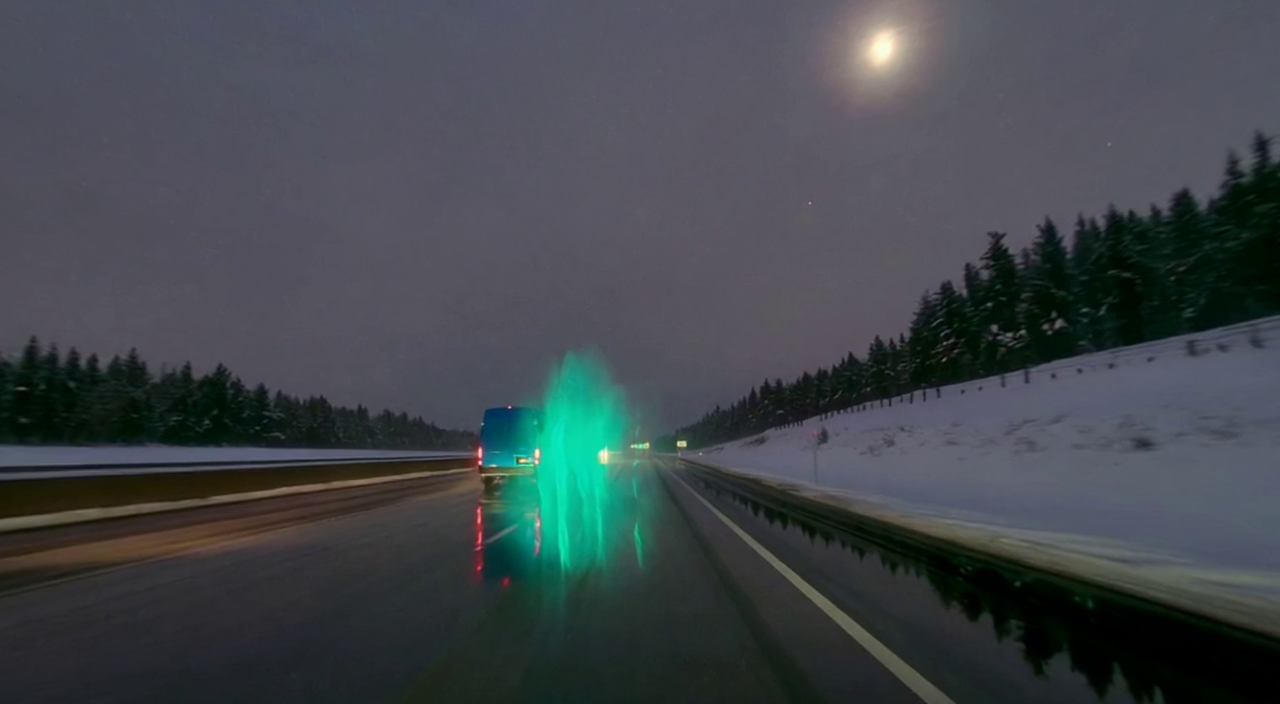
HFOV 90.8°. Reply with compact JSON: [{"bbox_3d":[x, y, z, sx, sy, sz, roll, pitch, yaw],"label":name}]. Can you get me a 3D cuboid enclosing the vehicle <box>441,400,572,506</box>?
[{"bbox_3d":[-3.562,2.915,18.377,2.437,2.565,5.829,0,-9,1],"label":"vehicle"}]
